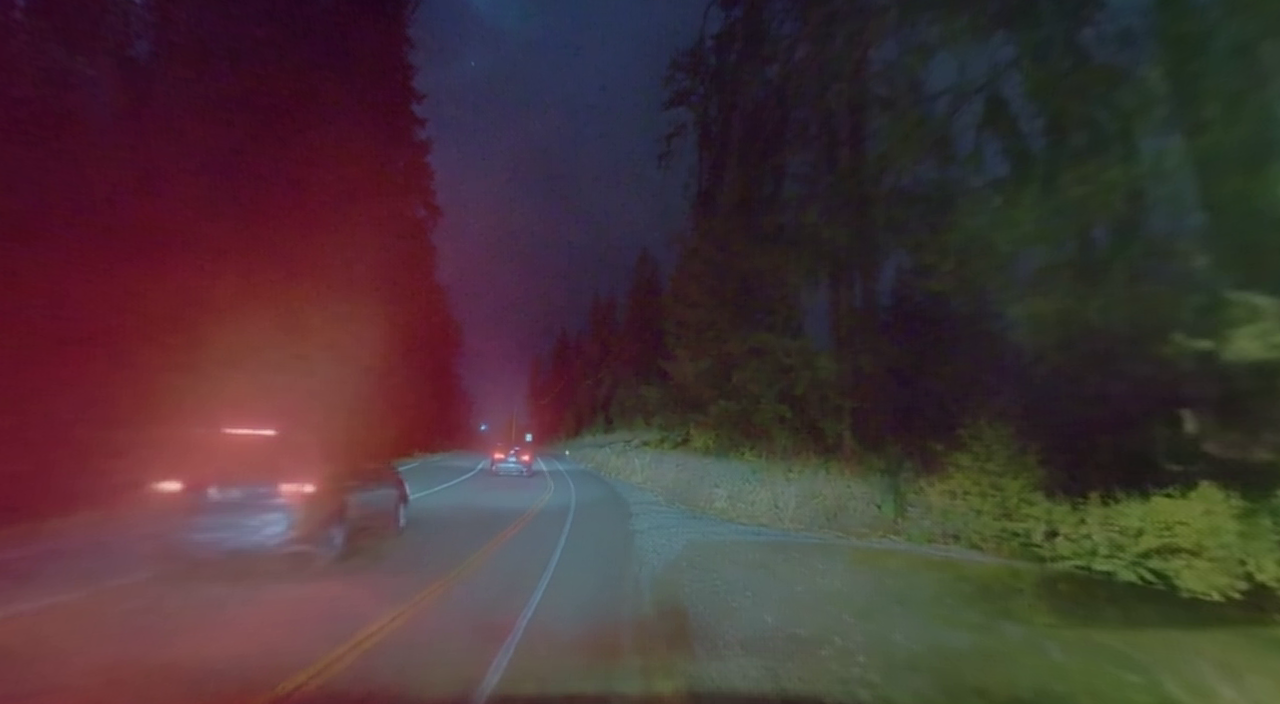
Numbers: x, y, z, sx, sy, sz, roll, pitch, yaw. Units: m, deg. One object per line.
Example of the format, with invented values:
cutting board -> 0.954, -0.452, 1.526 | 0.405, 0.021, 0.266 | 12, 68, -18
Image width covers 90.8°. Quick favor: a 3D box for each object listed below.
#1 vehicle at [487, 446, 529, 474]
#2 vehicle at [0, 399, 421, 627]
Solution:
vehicle -> -7.488, 6.170, 36.265 | 2.042, 1.483, 4.288 | 1, -9, -7
vehicle -> -4.559, 1.696, 7.782 | 2.104, 1.851, 4.992 | 0, -9, -2
